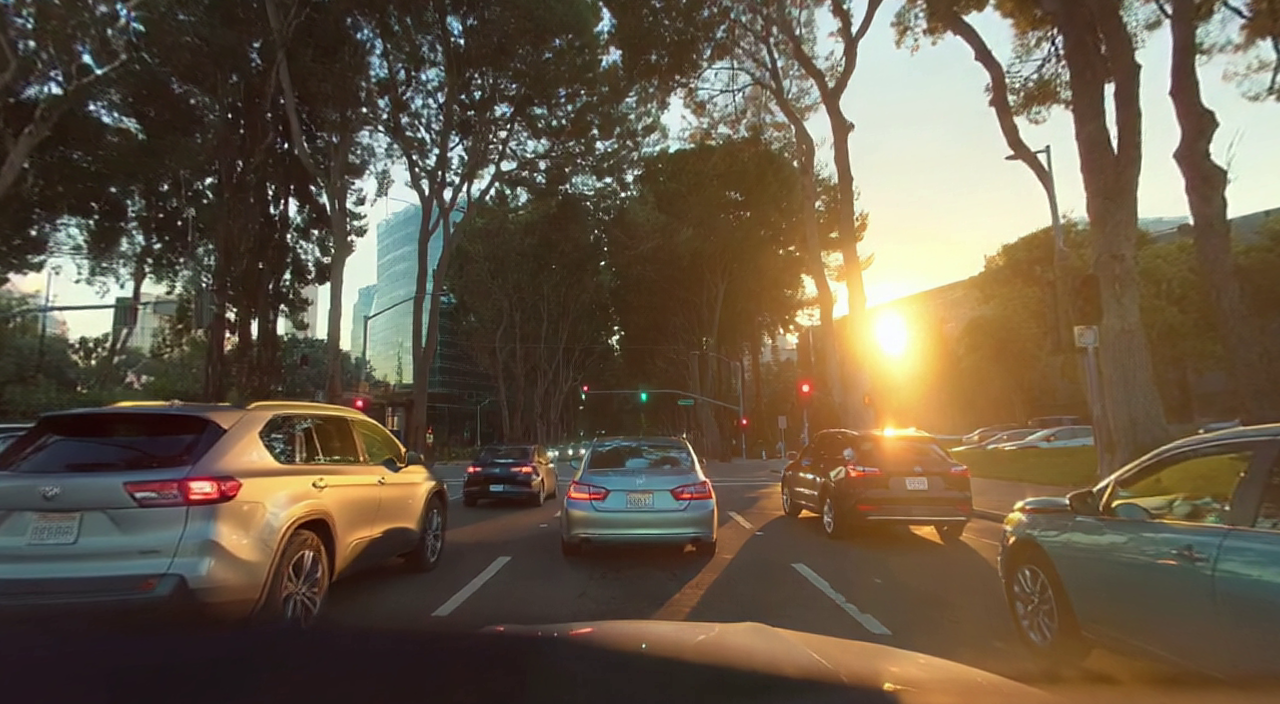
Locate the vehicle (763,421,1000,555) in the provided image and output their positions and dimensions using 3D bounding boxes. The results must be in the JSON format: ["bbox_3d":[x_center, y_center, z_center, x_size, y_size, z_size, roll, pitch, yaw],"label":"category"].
[{"bbox_3d":[3.435,2.020,10.081,2.040,1.647,4.379,0,-8,0],"label":"vehicle"}]

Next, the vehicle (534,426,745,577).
[{"bbox_3d":[-0.025,1.822,8.452,2.147,1.507,3.953,0,-8,-1],"label":"vehicle"}]

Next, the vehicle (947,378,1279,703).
[{"bbox_3d":[3.323,0.966,2.829,1.899,1.588,3.888,0,-8,0],"label":"vehicle"}]

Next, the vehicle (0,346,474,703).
[{"bbox_3d":[-3.134,1.188,5.204,2.168,1.750,4.625,-1,-9,1],"label":"vehicle"}]
